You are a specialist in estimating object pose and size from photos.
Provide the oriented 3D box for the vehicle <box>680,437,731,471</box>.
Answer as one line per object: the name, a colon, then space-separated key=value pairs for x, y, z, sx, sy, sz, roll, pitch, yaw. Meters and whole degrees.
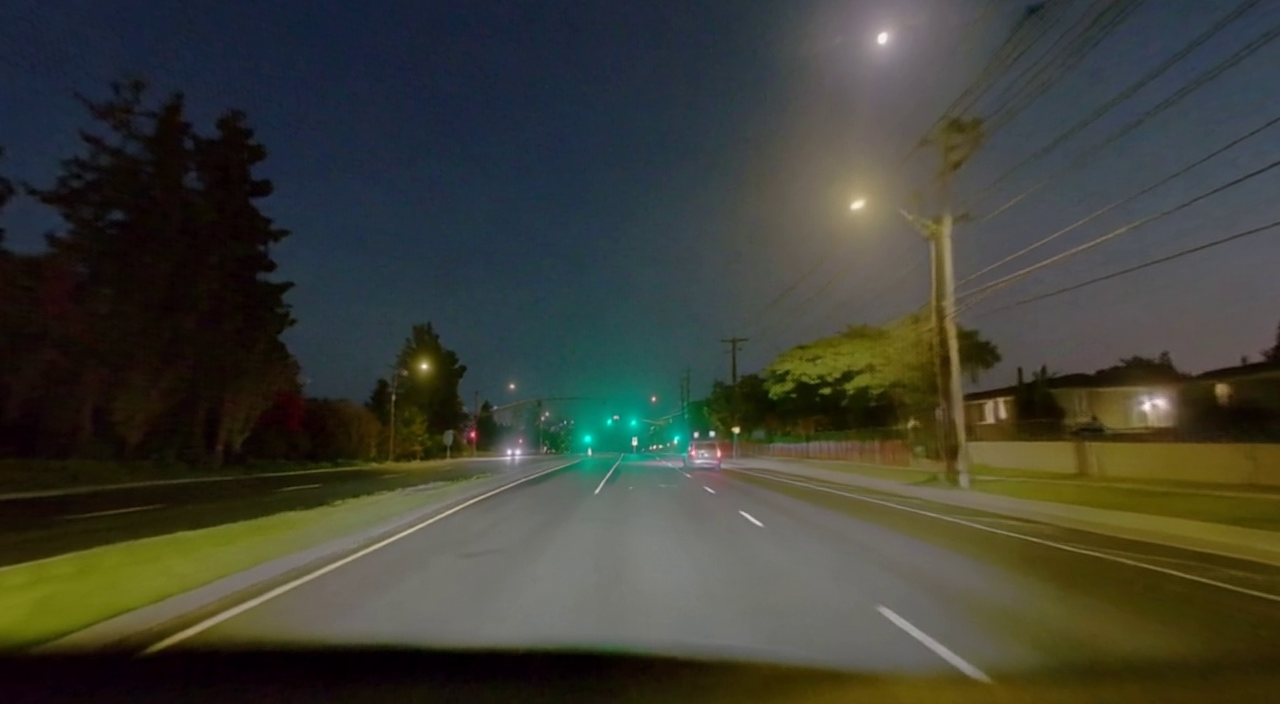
vehicle: x=3.574 y=5.644 z=35.098 sx=2.240 sy=1.781 sz=4.433 roll=0 pitch=-8 yaw=-1
